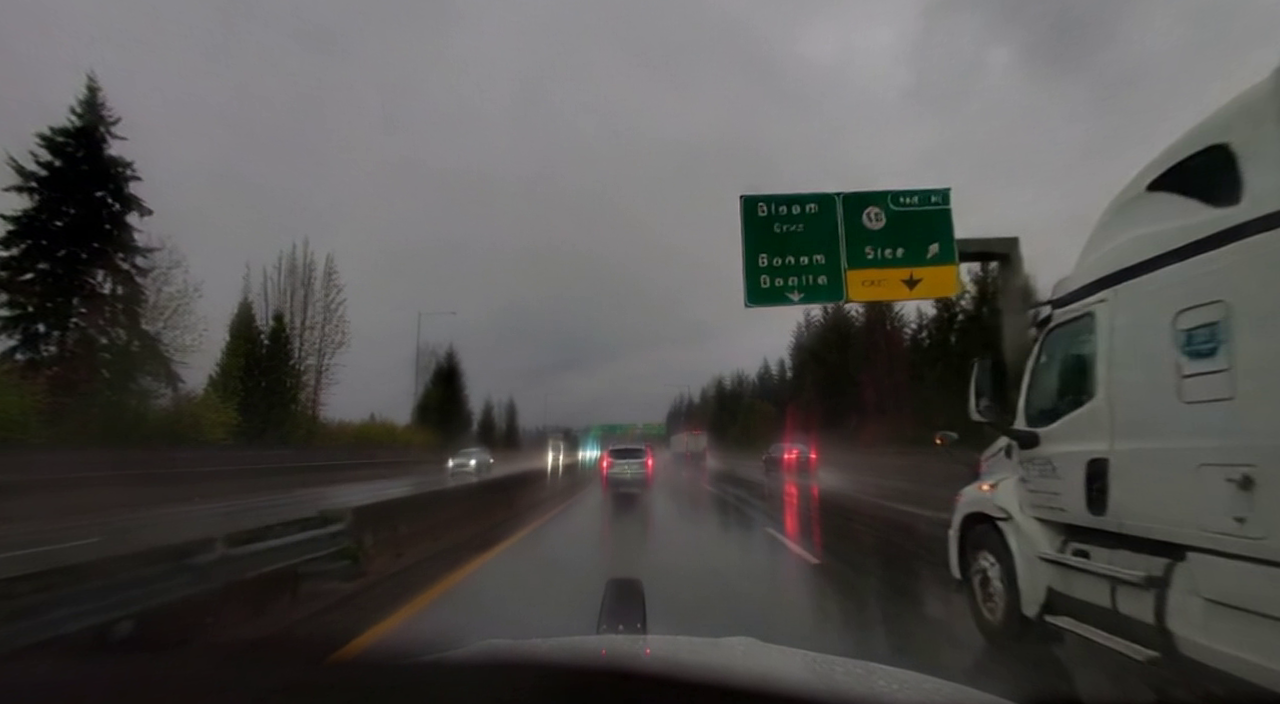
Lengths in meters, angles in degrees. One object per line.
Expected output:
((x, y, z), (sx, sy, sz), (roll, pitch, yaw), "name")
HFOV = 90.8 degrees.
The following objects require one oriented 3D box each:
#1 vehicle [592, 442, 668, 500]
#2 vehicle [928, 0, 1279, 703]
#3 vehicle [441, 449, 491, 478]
((-0.285, 3.437, 18.525), (2.003, 1.490, 3.636), (0, -9, 0), "vehicle")
((3.884, -0.249, 1.880), (3.001, 3.728, 5.947), (0, -9, -1), "vehicle")
((-11.823, 7.556, 43.074), (2.063, 1.828, 4.416), (0, -9, 1), "vehicle")
